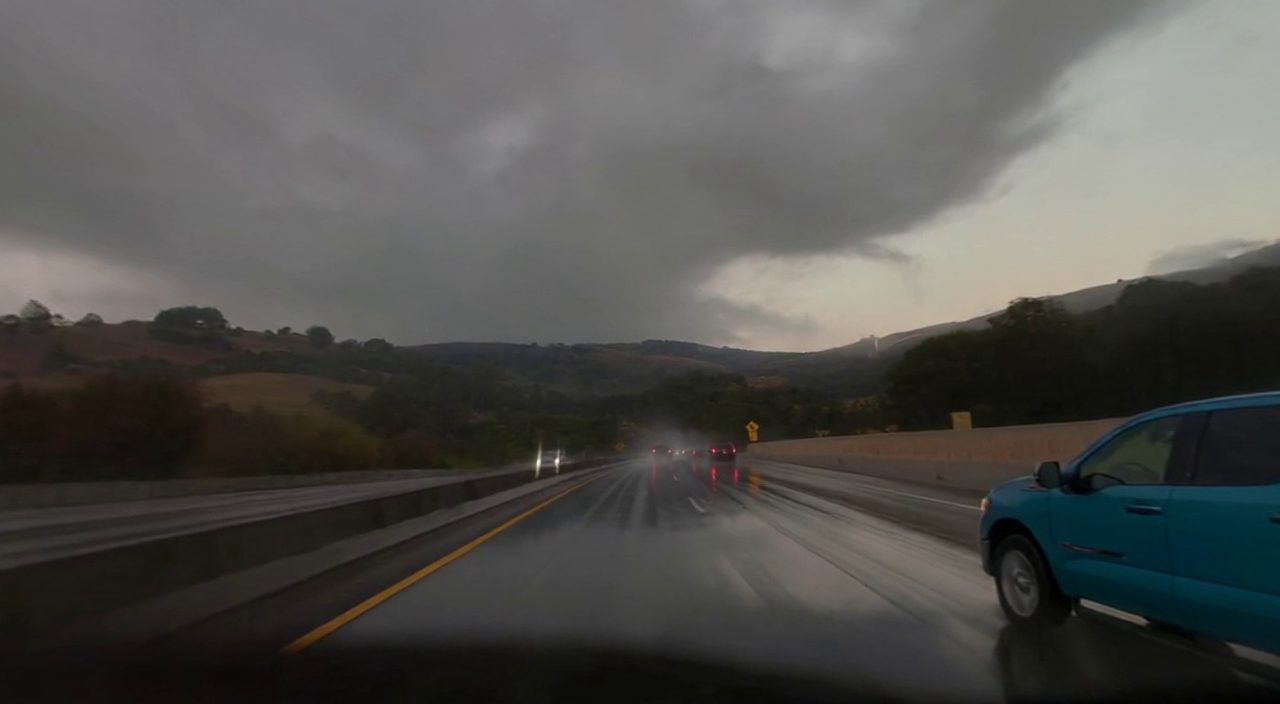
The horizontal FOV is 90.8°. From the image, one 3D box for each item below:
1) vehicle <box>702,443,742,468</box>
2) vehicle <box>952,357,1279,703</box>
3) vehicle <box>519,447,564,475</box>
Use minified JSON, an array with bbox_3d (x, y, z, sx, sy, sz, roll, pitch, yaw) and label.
[{"bbox_3d":[5.520,7.045,43.131,2.249,1.635,4.118,0,-9,1],"label":"vehicle"},{"bbox_3d":[3.803,0.954,3.046,2.151,1.744,4.709,0,-9,0],"label":"vehicle"},{"bbox_3d":[-6.478,7.214,42.039,2.087,1.701,4.627,0,-9,2],"label":"vehicle"}]
